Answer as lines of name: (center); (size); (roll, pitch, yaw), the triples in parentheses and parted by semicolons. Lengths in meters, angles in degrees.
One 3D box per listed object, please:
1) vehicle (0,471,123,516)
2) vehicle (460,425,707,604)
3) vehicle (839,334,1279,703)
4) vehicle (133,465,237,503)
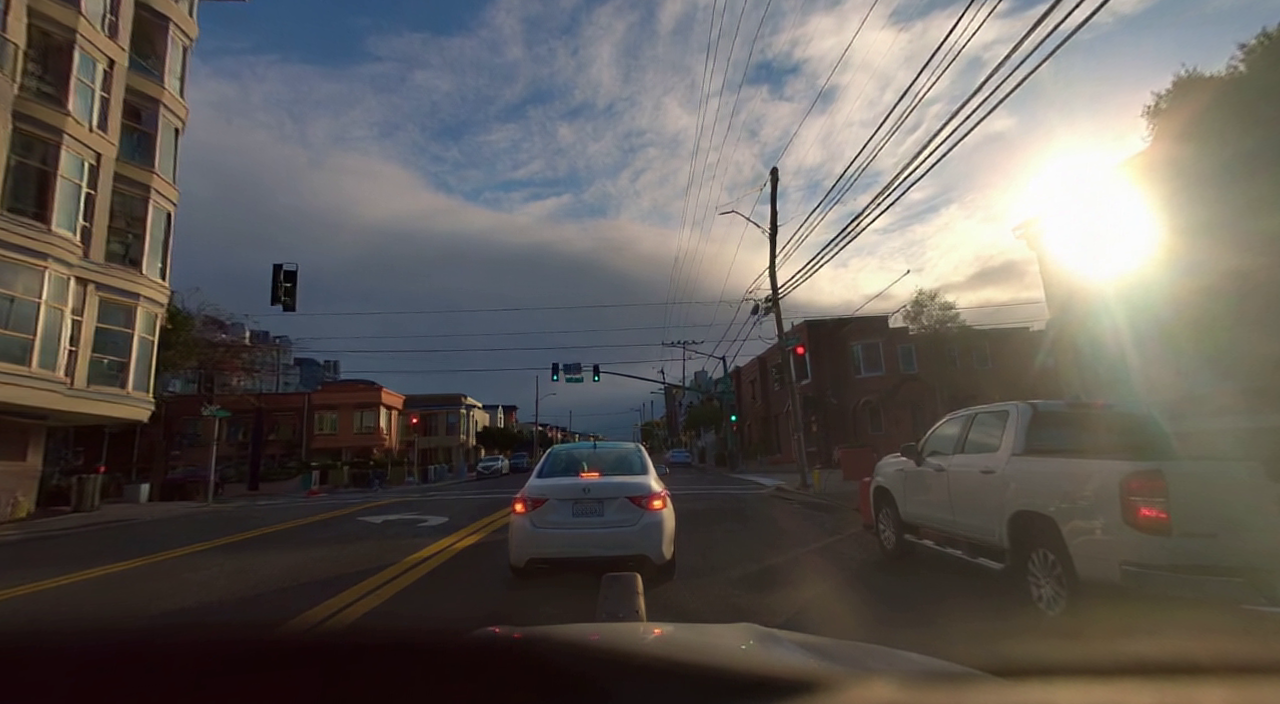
vehicle: (-24.780, 6.032, 26.975); (3.891, 1.538, 1.698); (-5, -11, 0)
vehicle: (-0.490, 1.642, 7.311); (2.019, 1.453, 4.129); (0, -8, -1)
vehicle: (3.820, 1.230, 5.912); (2.248, 1.945, 5.011); (0, -8, 0)
vehicle: (-25.386, 7.371, 35.346); (4.337, 1.739, 1.981); (-5, -11, 1)
